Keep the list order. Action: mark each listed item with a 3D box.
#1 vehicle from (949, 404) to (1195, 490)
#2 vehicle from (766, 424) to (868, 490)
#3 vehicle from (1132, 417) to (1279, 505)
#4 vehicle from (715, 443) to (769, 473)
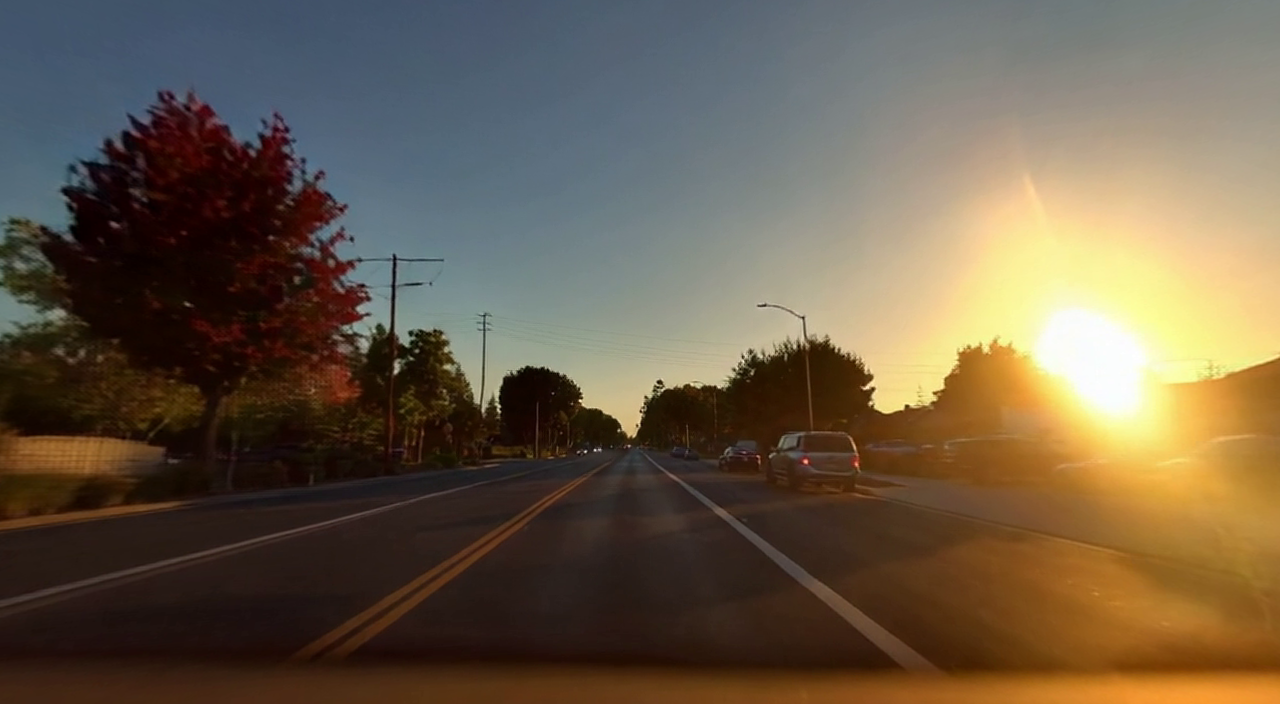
[{"bbox_3d":[15.768,3.506,23.501,6.969,2.929,2.793,0,-8,0],"label":"vehicle"},{"bbox_3d":[6.348,3.850,23.506,2.275,2.132,5.726,0,-9,2],"label":"vehicle"},{"bbox_3d":[14.374,2.435,14.296,4.637,1.842,2.016,-1,-9,2],"label":"vehicle"},{"bbox_3d":[5.994,6.307,37.704,2.282,1.566,4.705,-1,-9,-2],"label":"vehicle"}]
